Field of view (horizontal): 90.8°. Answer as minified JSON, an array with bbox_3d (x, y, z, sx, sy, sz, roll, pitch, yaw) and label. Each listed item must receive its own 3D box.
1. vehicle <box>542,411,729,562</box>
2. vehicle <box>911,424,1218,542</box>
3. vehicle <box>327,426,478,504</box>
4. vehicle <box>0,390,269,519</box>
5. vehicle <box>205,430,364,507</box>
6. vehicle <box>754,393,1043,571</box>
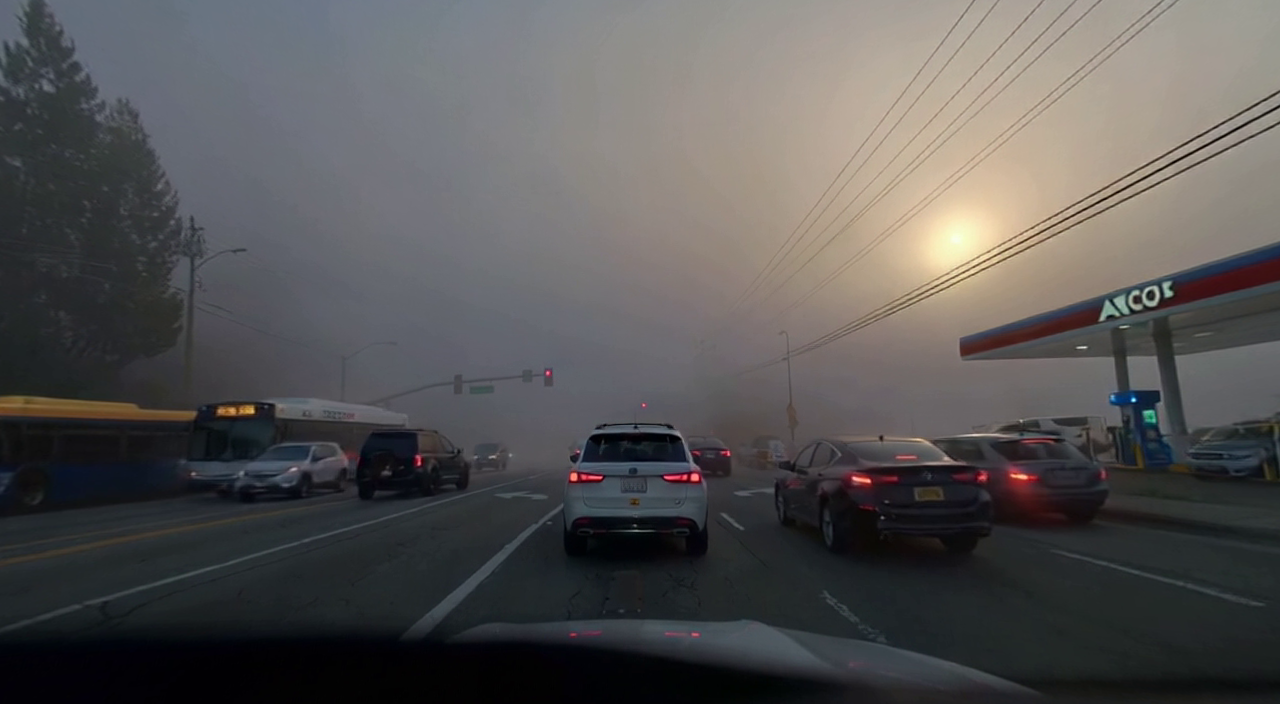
[{"bbox_3d":[-0.104,1.818,9.195,2.087,1.677,4.053,0,-9,-2],"label":"vehicle"},{"bbox_3d":[6.445,2.024,10.442,1.829,1.494,4.552,0,-8,-1],"label":"vehicle"},{"bbox_3d":[-6.204,3.018,17.319,2.190,1.795,4.993,0,-9,0],"label":"vehicle"},{"bbox_3d":[-18.902,3.674,23.012,3.010,3.475,12.655,0,-9,0],"label":"vehicle"},{"bbox_3d":[-10.219,3.365,18.693,2.163,1.812,4.686,-4,-8,-2],"label":"vehicle"},{"bbox_3d":[3.041,1.642,8.664,2.049,1.813,4.245,0,-9,-1],"label":"vehicle"}]
